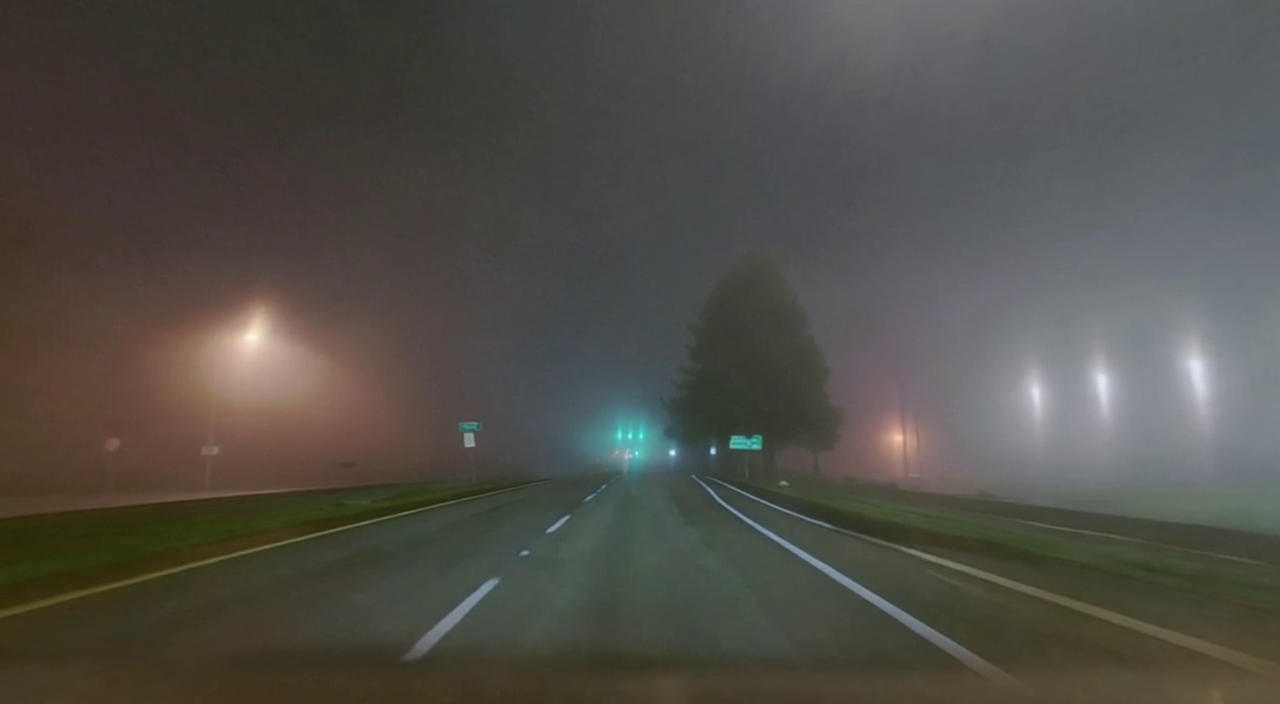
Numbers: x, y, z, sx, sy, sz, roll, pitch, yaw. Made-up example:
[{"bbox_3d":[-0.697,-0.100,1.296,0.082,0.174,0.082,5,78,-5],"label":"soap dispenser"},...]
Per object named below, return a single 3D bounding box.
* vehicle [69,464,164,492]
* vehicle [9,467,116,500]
[{"bbox_3d":[-41.077,9.865,49.675,5.552,2.047,2.384,-1,-9,6],"label":"vehicle"},{"bbox_3d":[-40.820,9.331,44.763,5.468,1.817,2.212,-5,-13,2],"label":"vehicle"}]
